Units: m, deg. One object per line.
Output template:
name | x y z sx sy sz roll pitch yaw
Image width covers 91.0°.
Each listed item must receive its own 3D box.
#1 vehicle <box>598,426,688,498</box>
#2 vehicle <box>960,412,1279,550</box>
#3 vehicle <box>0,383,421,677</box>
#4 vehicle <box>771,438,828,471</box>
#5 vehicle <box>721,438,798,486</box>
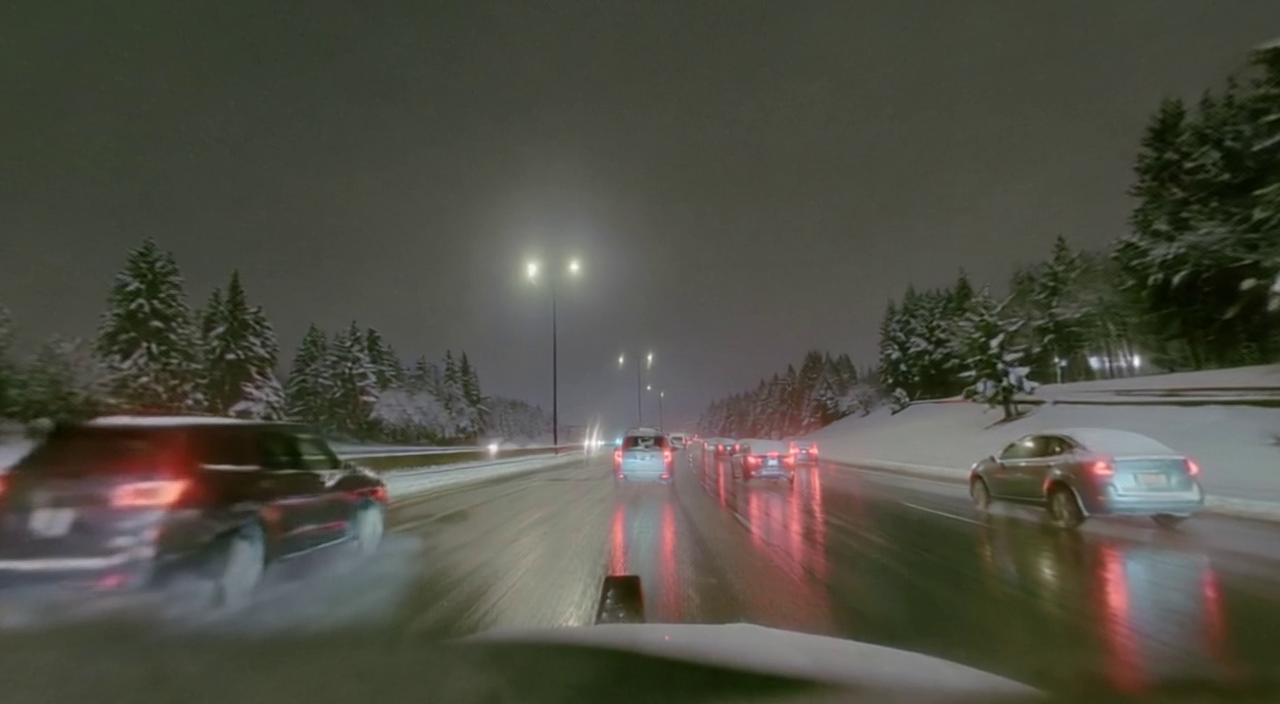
vehicle | 0.136 2.995 17.476 2.181 1.728 3.970 0 -9 2
vehicle | 7.406 1.940 10.120 2.028 1.657 4.823 0 -9 1
vehicle | -4.035 1.342 5.949 2.128 1.627 4.697 0 -9 1
vehicle | 8.208 5.332 32.802 1.956 1.588 4.305 0 -9 2
vehicle | 4.126 3.875 22.458 1.999 1.514 4.338 0 -9 1
